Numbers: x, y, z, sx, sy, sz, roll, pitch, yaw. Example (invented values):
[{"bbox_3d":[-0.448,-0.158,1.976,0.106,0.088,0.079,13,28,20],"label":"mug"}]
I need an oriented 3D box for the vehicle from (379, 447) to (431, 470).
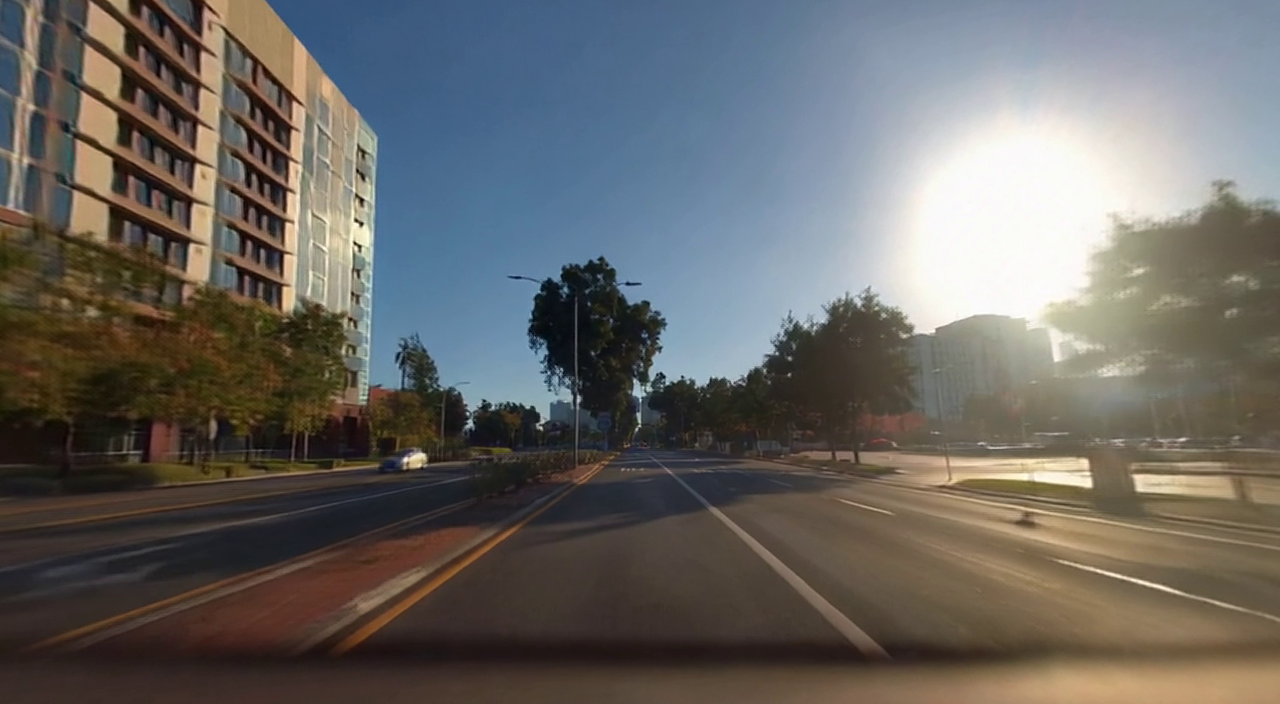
[{"bbox_3d":[-16.126,7.289,43.589,1.908,1.492,4.285,0,-9,1],"label":"vehicle"}]
